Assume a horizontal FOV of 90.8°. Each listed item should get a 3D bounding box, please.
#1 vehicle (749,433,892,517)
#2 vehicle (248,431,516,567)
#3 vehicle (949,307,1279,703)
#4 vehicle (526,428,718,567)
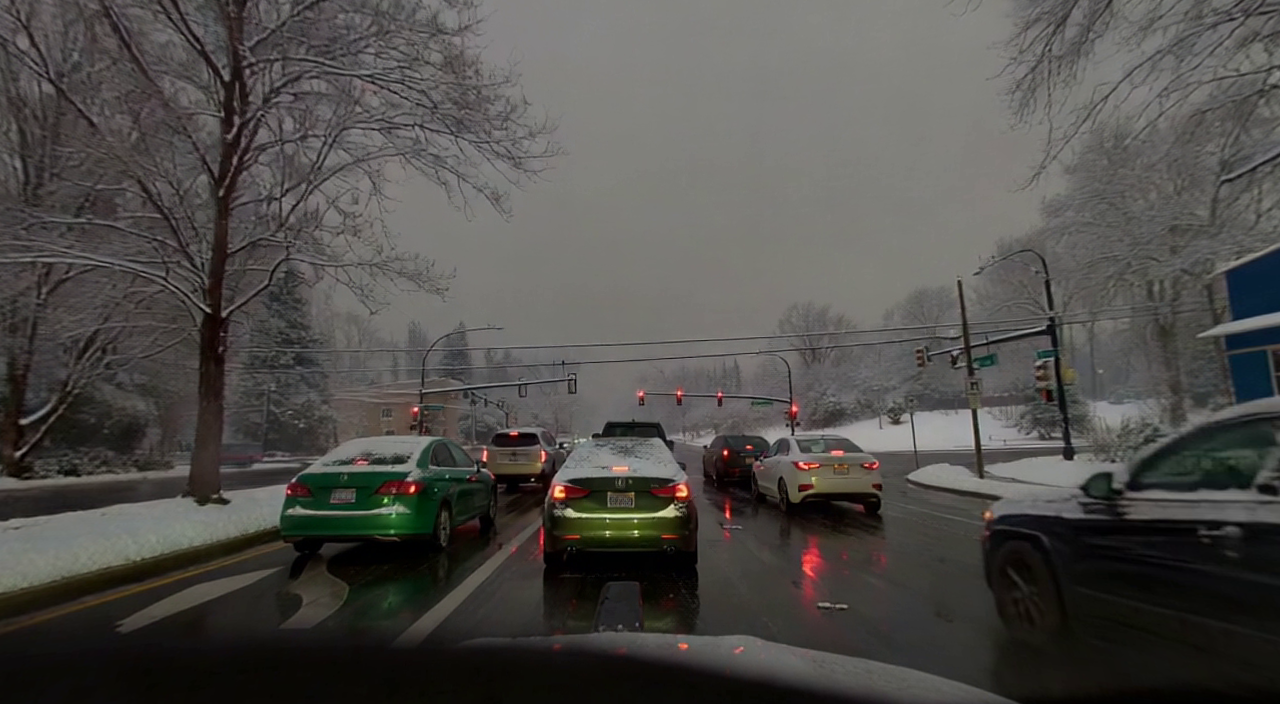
[{"bbox_3d":[3.553,2.478,13.271,1.880,1.476,3.932,0,-8,1],"label":"vehicle"},{"bbox_3d":[-3.203,1.891,8.937,1.917,1.441,4.128,-1,-8,2],"label":"vehicle"},{"bbox_3d":[2.963,0.630,1.278,2.196,1.676,4.865,0,-8,0],"label":"vehicle"},{"bbox_3d":[-0.202,1.837,8.706,2.041,1.450,3.847,0,-8,0],"label":"vehicle"}]
